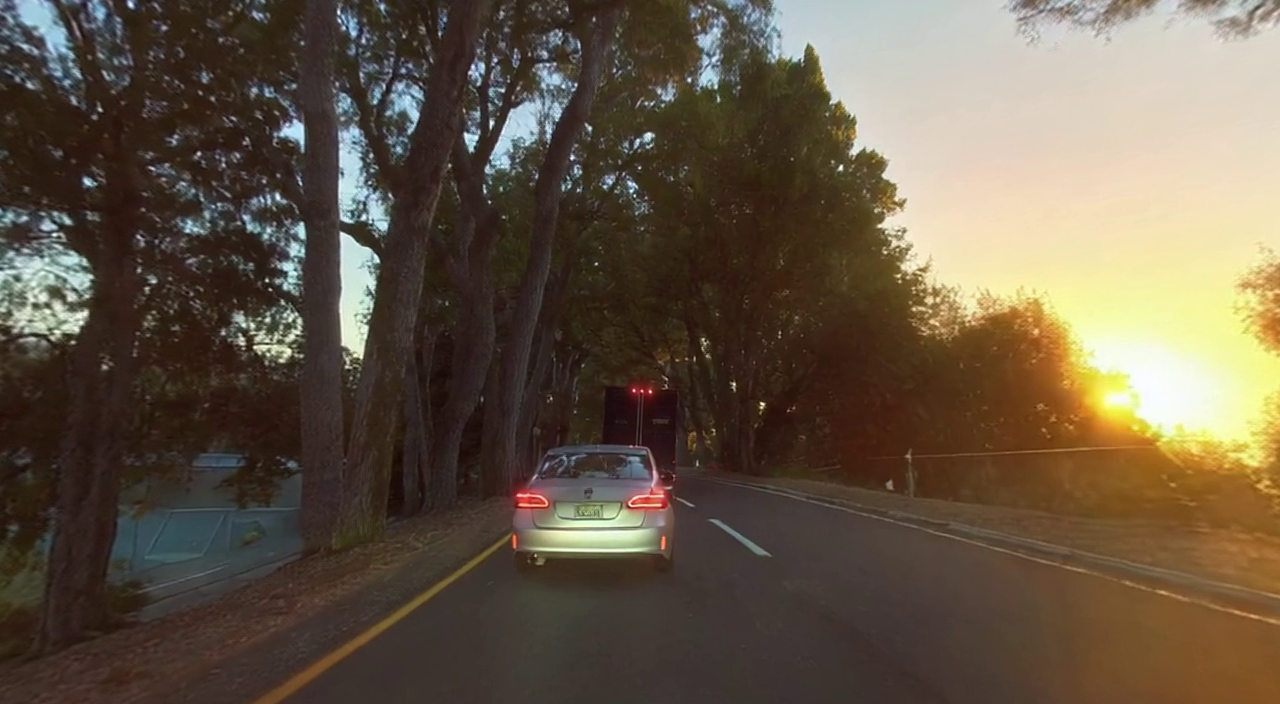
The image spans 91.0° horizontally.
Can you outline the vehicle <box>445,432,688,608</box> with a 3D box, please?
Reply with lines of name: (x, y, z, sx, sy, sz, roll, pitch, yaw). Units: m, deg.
vehicle: (-0.622, 1.754, 7.510, 2.076, 1.490, 4.078, 0, -9, 0)
